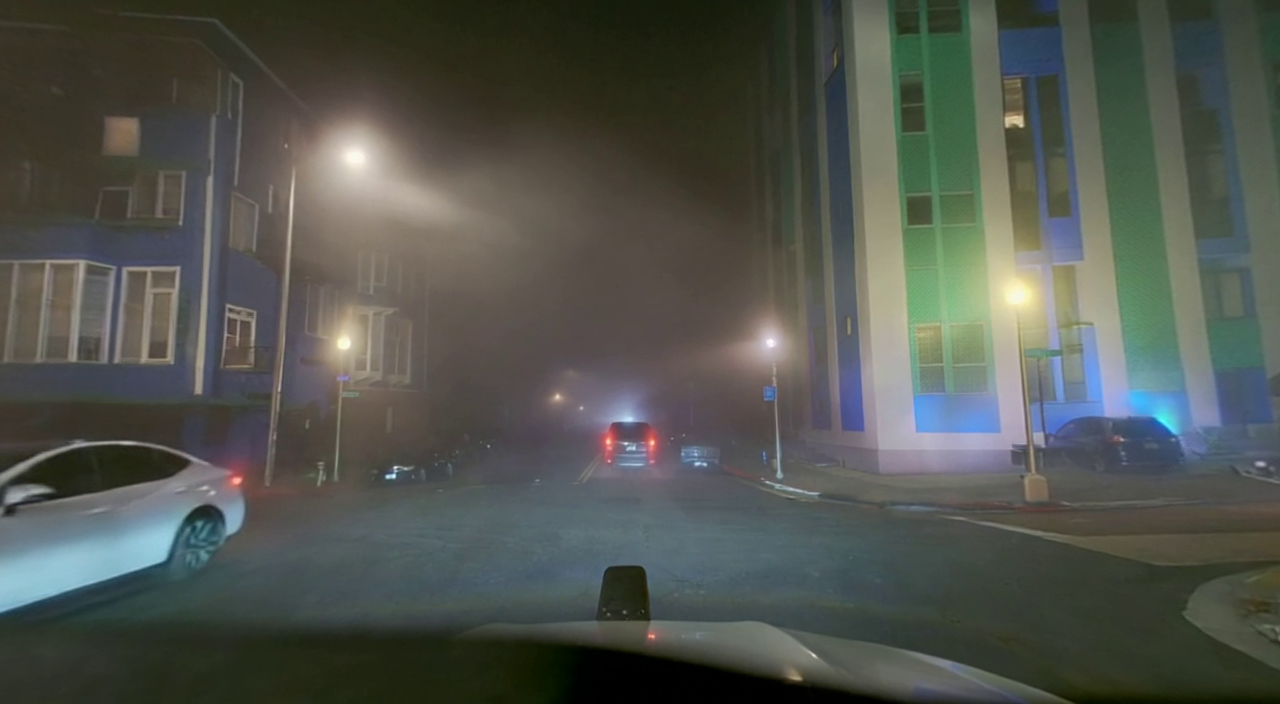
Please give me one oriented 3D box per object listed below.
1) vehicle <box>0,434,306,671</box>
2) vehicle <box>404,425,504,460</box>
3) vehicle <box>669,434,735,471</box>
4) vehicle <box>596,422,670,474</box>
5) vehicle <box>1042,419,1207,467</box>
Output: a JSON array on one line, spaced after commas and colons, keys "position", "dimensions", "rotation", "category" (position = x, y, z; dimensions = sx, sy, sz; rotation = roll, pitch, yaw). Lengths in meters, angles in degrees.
[{"position": [-5.215, 1.475, 5.415], "dimensions": [2.226, 1.465, 5.034], "rotation": [0, -9, -4], "category": "vehicle"}, {"position": [-11.430, 5.592, 38.877], "dimensions": [5.540, 1.950, 2.113], "rotation": [4, -12, -28], "category": "vehicle"}, {"position": [2.548, 4.298, 27.078], "dimensions": [2.290, 1.456, 4.503], "rotation": [0, -8, -1], "category": "vehicle"}, {"position": [-0.395, 3.834, 25.255], "dimensions": [2.412, 1.834, 4.636], "rotation": [1, -9, -7], "category": "vehicle"}, {"position": [15.360, 2.917, 20.142], "dimensions": [3.752, 1.453, 1.709], "rotation": [0, -9, 2], "category": "vehicle"}]
